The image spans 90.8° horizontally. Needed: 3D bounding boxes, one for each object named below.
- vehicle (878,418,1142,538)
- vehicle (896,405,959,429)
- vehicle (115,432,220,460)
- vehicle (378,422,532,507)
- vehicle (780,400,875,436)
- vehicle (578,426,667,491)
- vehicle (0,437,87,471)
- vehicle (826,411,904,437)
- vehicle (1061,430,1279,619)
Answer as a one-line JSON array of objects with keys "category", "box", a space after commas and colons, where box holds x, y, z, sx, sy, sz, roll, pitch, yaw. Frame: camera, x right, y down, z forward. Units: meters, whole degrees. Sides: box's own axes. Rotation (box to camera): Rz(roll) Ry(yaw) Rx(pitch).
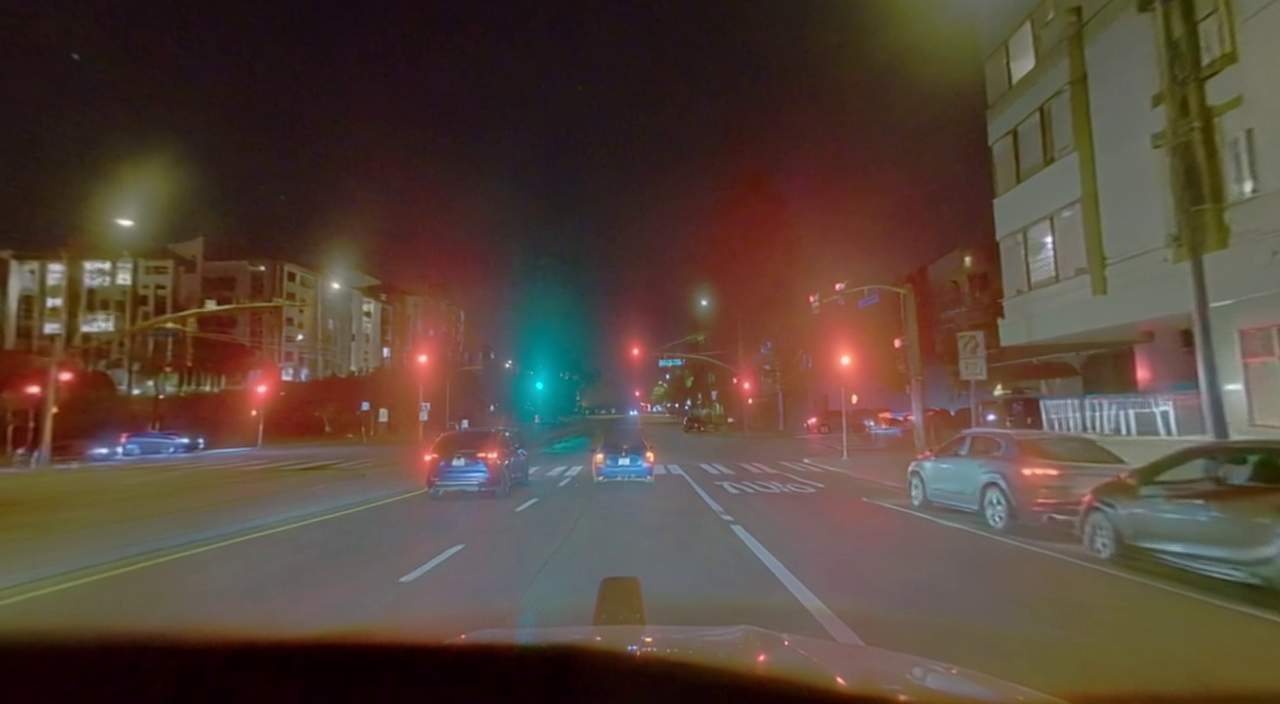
[{"category": "vehicle", "box": [6.228, 2.155, 11.450, 1.904, 1.705, 4.510, 0, -8, -2]}, {"category": "vehicle", "box": [21.356, 4.878, 46.816, 5.017, 1.542, 2.055, 6, -11, -38]}, {"category": "vehicle", "box": [-26.464, 5.275, 35.465, 4.453, 1.471, 1.921, -1, -8, 4]}, {"category": "vehicle", "box": [-3.704, 2.352, 13.608, 1.934, 1.522, 4.464, 0, -8, 1]}, {"category": "vehicle", "box": [13.839, 4.939, 46.747, 6.541, 2.480, 2.259, 3, -9, -19]}, {"category": "vehicle", "box": [-0.425, 2.801, 16.865, 2.082, 1.520, 3.896, 0, -8, 0]}, {"category": "vehicle", "box": [-34.862, 5.820, 36.165, 4.698, 1.833, 1.887, -1, -8, 3]}, {"category": "vehicle", "box": [15.257, 4.923, 42.862, 4.775, 1.604, 1.915, 3, -9, -20]}, {"category": "vehicle", "box": [6.148, 1.471, 5.648, 1.959, 1.513, 4.104, 0, -8, 1]}]
